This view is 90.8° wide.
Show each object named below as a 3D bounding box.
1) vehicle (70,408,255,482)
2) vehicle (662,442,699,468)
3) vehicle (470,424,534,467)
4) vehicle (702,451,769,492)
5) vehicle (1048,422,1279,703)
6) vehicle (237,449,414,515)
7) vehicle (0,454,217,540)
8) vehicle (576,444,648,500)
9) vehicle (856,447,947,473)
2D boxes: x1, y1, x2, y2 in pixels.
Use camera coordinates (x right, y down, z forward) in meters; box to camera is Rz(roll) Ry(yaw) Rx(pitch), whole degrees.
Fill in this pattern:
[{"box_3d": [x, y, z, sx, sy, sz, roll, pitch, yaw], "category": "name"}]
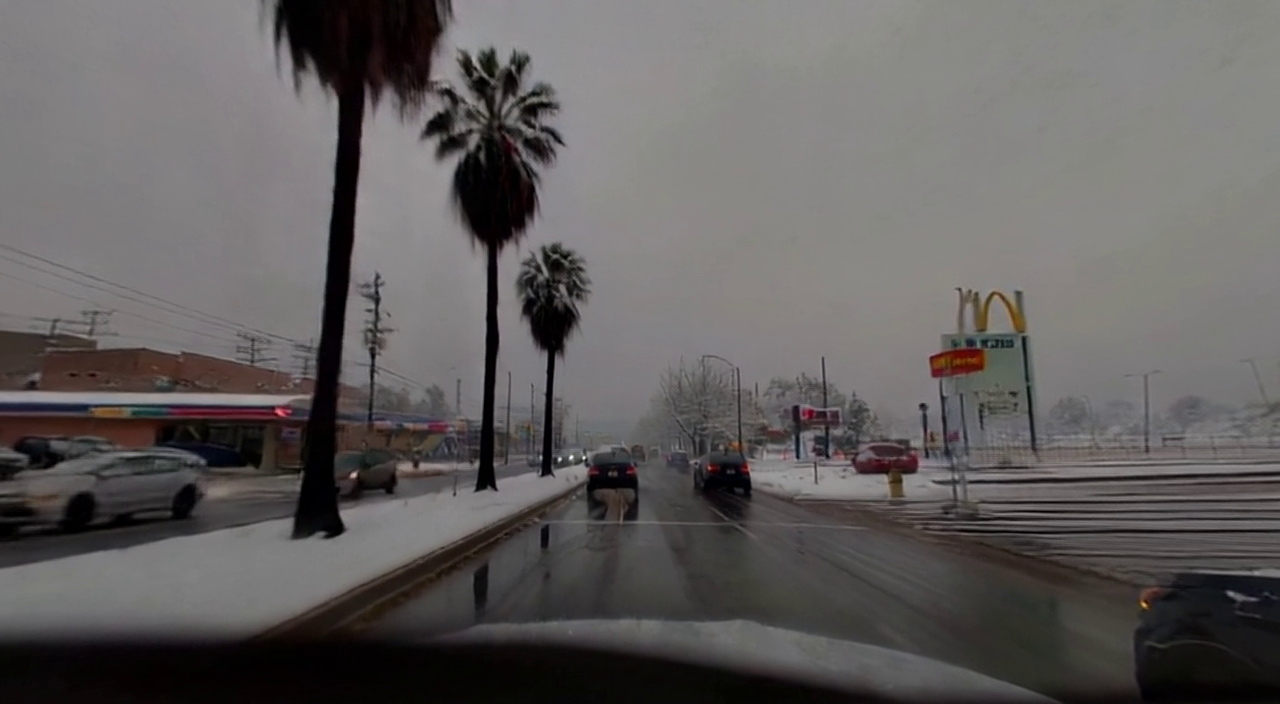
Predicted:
[{"box_3d": [-23.893, 4.871, 32.385, 2.791, 3.271, 7.924, 0, -10, 3], "category": "vehicle"}, {"box_3d": [2.933, 7.779, 47.269, 2.299, 1.803, 5.434, 0, -10, -1], "category": "vehicle"}, {"box_3d": [-10.435, 7.337, 48.743, 2.662, 2.995, 8.344, 0, -10, 2], "category": "vehicle"}, {"box_3d": [3.614, 4.641, 24.683, 1.889, 1.448, 4.262, 0, -10, -1], "category": "vehicle"}, {"box_3d": [3.510, 0.887, 1.690, 1.987, 1.474, 4.198, 0, -10, 0], "category": "vehicle"}, {"box_3d": [-8.009, 3.380, 16.778, 2.052, 1.483, 4.751, 0, -10, 3], "category": "vehicle"}, {"box_3d": [-11.498, 2.950, 13.375, 1.865, 1.472, 4.532, 0, -10, 1], "category": "vehicle"}, {"box_3d": [-0.957, 3.763, 19.902, 2.021, 1.550, 4.090, 1, -10, -5], "category": "vehicle"}, {"box_3d": [14.703, 6.104, 35.651, 4.293, 1.438, 1.773, 0, -10, 1], "category": "vehicle"}]
